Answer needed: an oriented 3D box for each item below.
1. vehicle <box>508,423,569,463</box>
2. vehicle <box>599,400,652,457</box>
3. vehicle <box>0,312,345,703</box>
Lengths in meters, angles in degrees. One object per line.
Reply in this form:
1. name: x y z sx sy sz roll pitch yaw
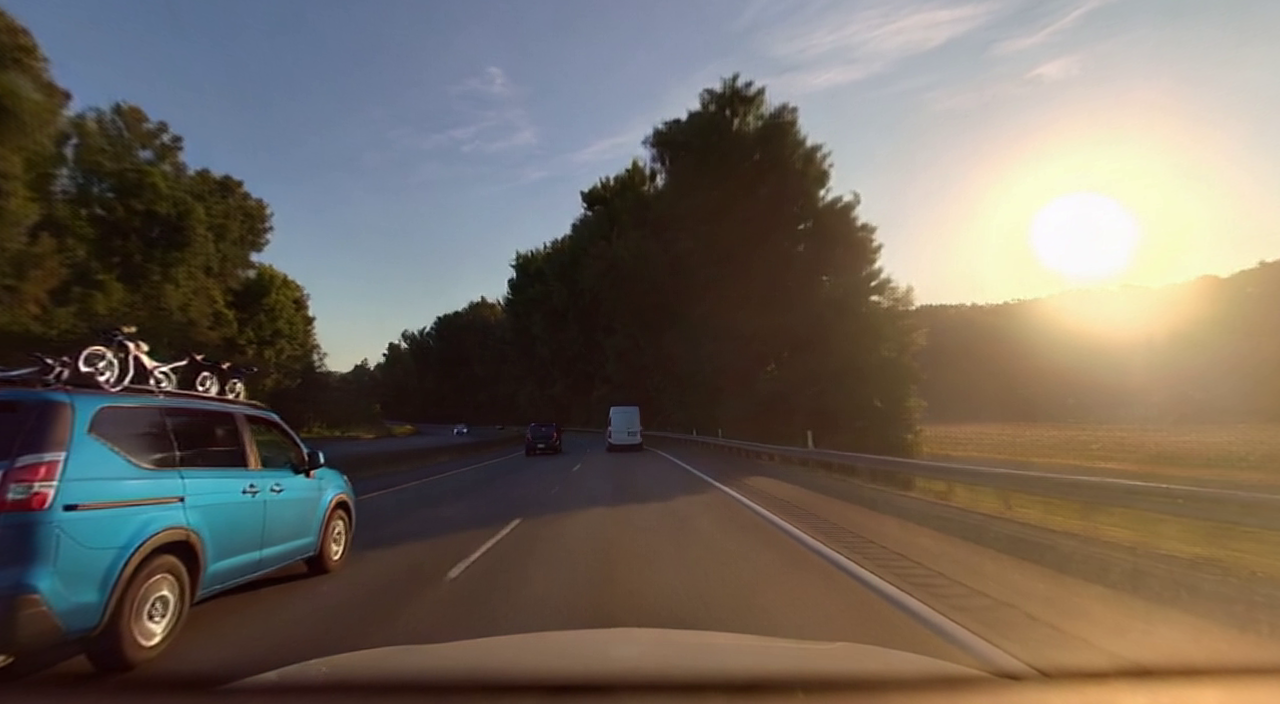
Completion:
1. vehicle: -4.541 4.131 28.847 2.110 1.636 4.453 0 -7 -1
2. vehicle: -0.883 4.298 35.278 2.647 2.896 6.480 0 -7 -3
3. vehicle: -3.646 0.808 3.227 2.069 1.751 4.720 0 -7 -1
